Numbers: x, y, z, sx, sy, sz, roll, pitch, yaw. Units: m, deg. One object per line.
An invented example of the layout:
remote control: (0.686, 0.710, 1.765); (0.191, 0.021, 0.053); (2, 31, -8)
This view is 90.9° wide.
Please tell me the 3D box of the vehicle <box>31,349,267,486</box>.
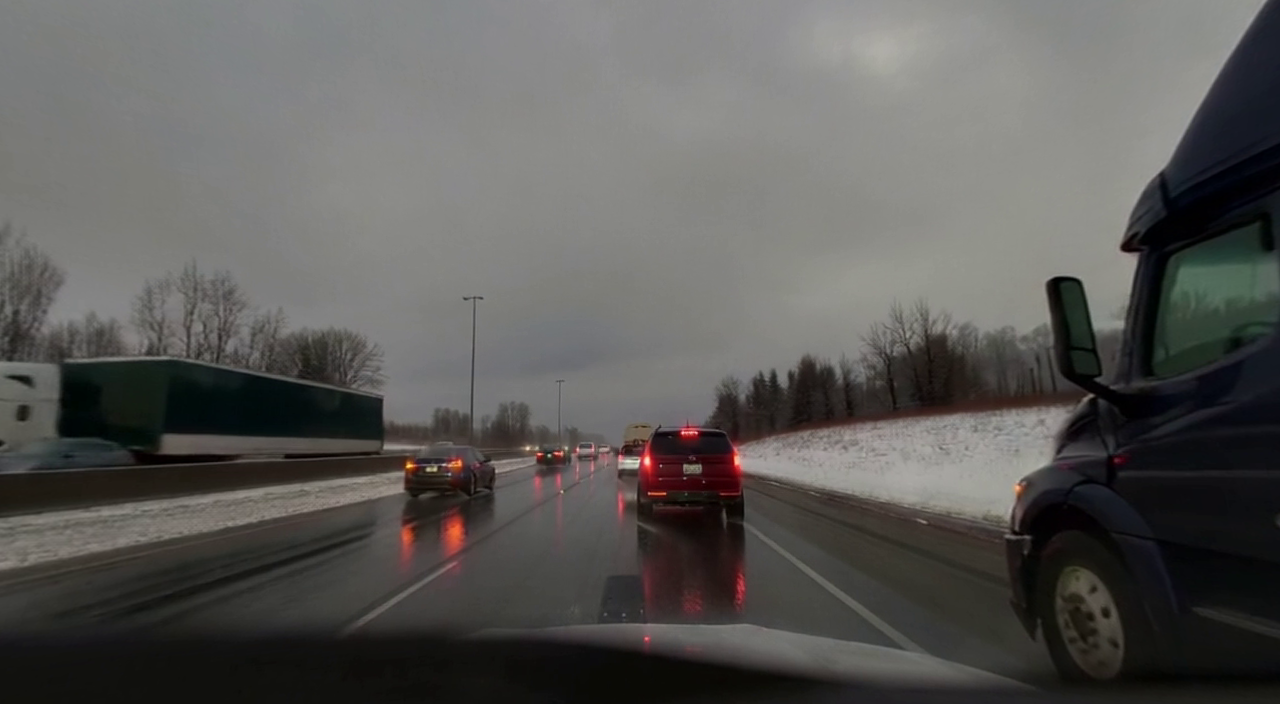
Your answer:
vehicle: (-15.942, 2.315, 21.211); (2.946, 3.934, 5.884); (0, -9, 0)

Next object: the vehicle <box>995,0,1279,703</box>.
vehicle: (3.803, 0.039, 2.618); (2.141, 3.473, 4.217); (-1, -9, 2)

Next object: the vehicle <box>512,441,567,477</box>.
vehicle: (-4.687, 5.050, 29.976); (1.855, 1.527, 4.209); (0, -9, 1)

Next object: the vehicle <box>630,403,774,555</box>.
vehicle: (0.777, 1.923, 10.084); (1.825, 1.920, 3.960); (0, -9, 0)

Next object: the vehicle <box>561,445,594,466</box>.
vehicle: (-4.442, 7.464, 45.418); (1.857, 1.423, 3.920); (0, -9, 1)

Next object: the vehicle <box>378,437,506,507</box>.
vehicle: (-4.747, 2.922, 15.751); (1.867, 1.489, 3.829); (0, -9, 1)
